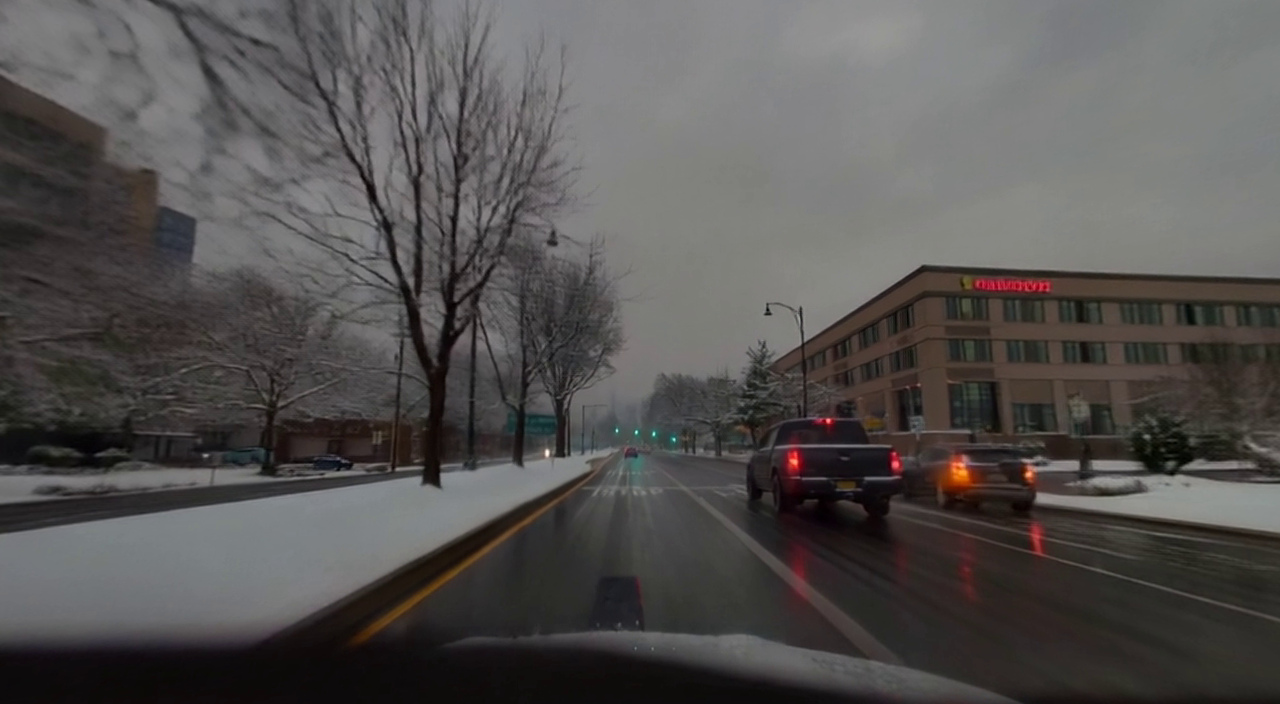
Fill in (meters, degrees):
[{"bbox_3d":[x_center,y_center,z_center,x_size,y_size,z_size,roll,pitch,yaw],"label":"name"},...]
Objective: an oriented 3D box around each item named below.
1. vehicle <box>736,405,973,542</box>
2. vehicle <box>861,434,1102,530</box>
[{"bbox_3d":[3.537,2.162,11.884,2.505,1.971,5.162,0,-9,-1],"label":"vehicle"},{"bbox_3d":[6.408,2.483,12.798,2.088,1.524,5.085,0,-9,1],"label":"vehicle"}]
